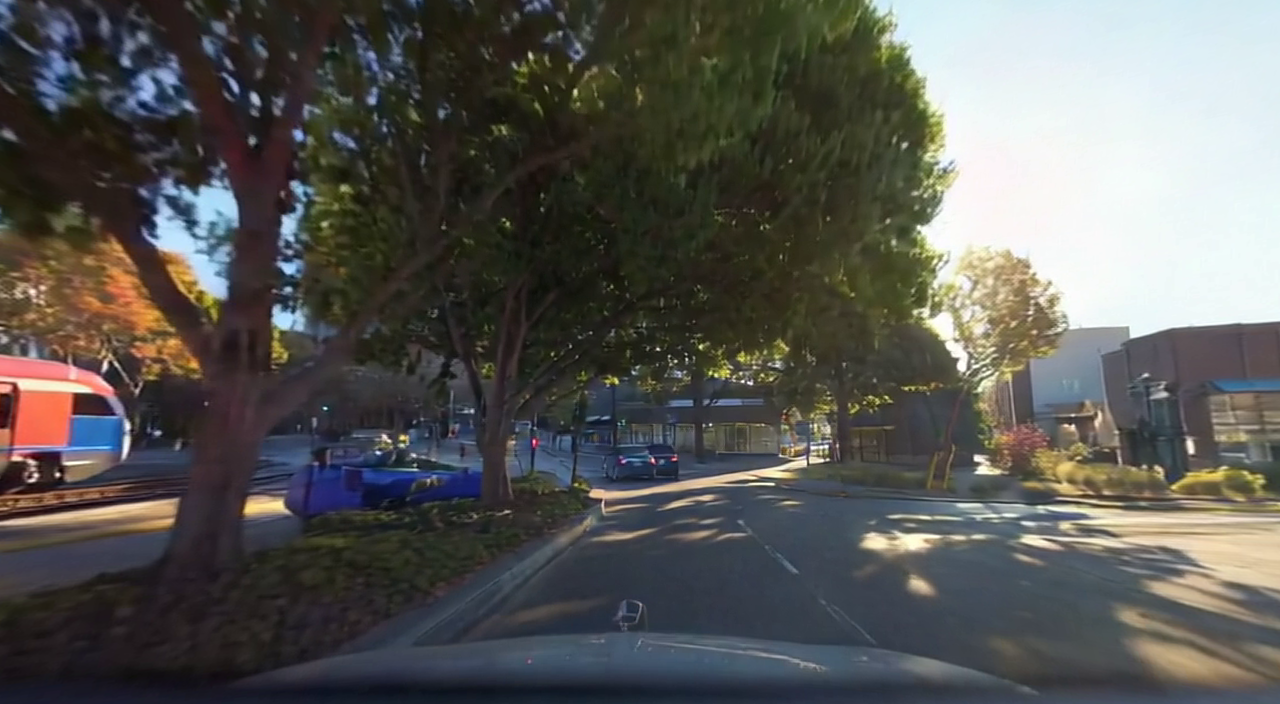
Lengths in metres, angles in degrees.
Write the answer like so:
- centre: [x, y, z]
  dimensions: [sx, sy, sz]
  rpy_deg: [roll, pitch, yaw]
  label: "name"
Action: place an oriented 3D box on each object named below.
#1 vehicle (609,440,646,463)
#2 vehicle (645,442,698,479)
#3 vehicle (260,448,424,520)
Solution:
- centre: [-1.028, 7.807, 49.680]
  dimensions: [2.010, 1.725, 4.320]
  rpy_deg: [2, -9, -14]
  label: "vehicle"
- centre: [1.572, 5.599, 33.015]
  dimensions: [2.263, 1.765, 4.237]
  rpy_deg: [0, -8, -4]
  label: "vehicle"
- centre: [-7.256, 3.212, 16.010]
  dimensions: [2.042, 1.531, 4.403]
  rpy_deg: [0, -8, -1]
  label: "vehicle"
